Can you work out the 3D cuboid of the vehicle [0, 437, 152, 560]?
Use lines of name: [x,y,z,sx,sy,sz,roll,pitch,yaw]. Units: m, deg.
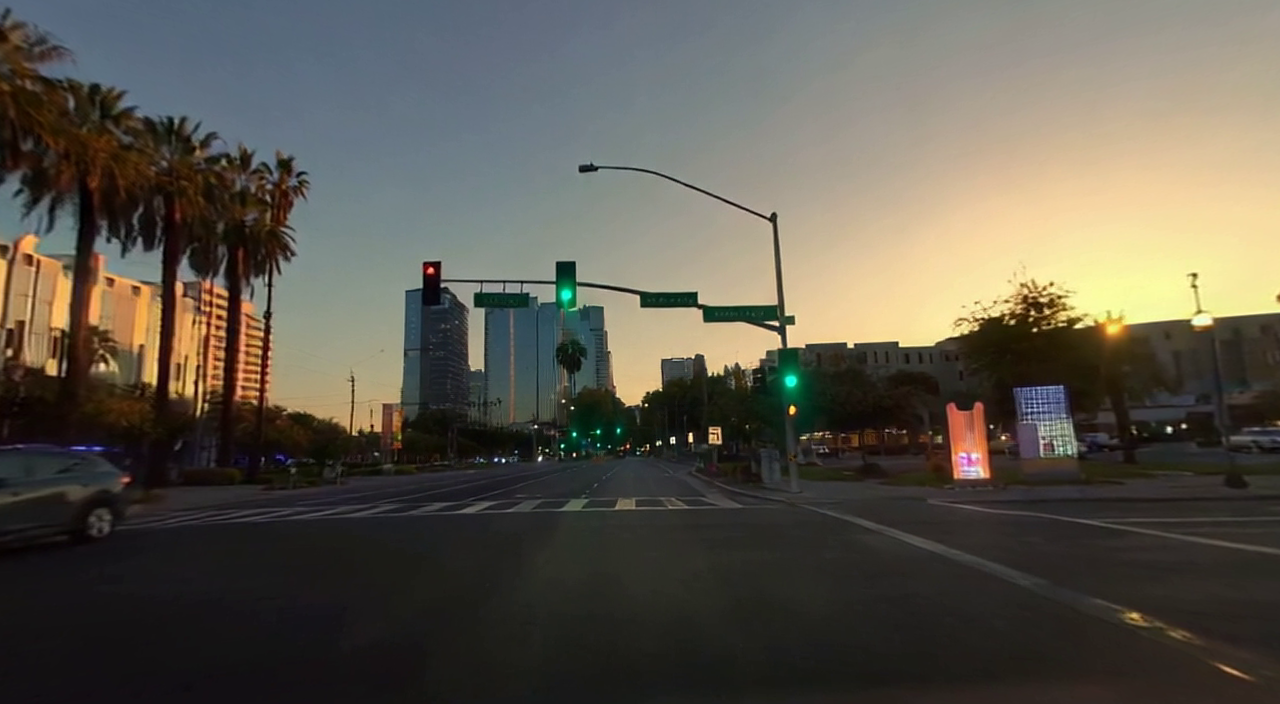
vehicle: [-10.734,2.254,9.819,2.270,1.833,4.860,0,-9,0]
